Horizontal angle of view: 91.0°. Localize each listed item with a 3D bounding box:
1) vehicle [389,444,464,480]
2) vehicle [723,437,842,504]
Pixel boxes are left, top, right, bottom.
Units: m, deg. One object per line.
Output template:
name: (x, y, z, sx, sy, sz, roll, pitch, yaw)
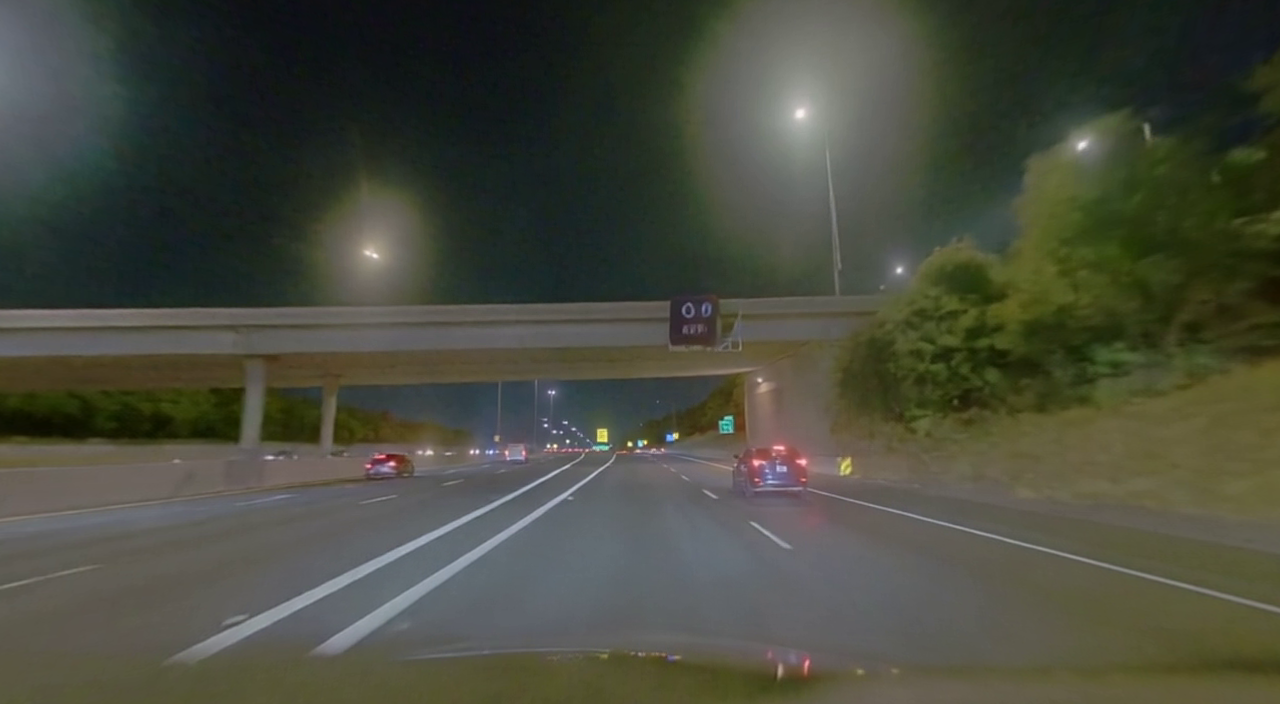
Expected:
vehicle: (-9.985, 5.152, 29.833, 2.072, 1.545, 4.687, 0, -9, -2)
vehicle: (3.617, 3.097, 16.893, 2.079, 1.535, 4.316, 0, -9, -2)
